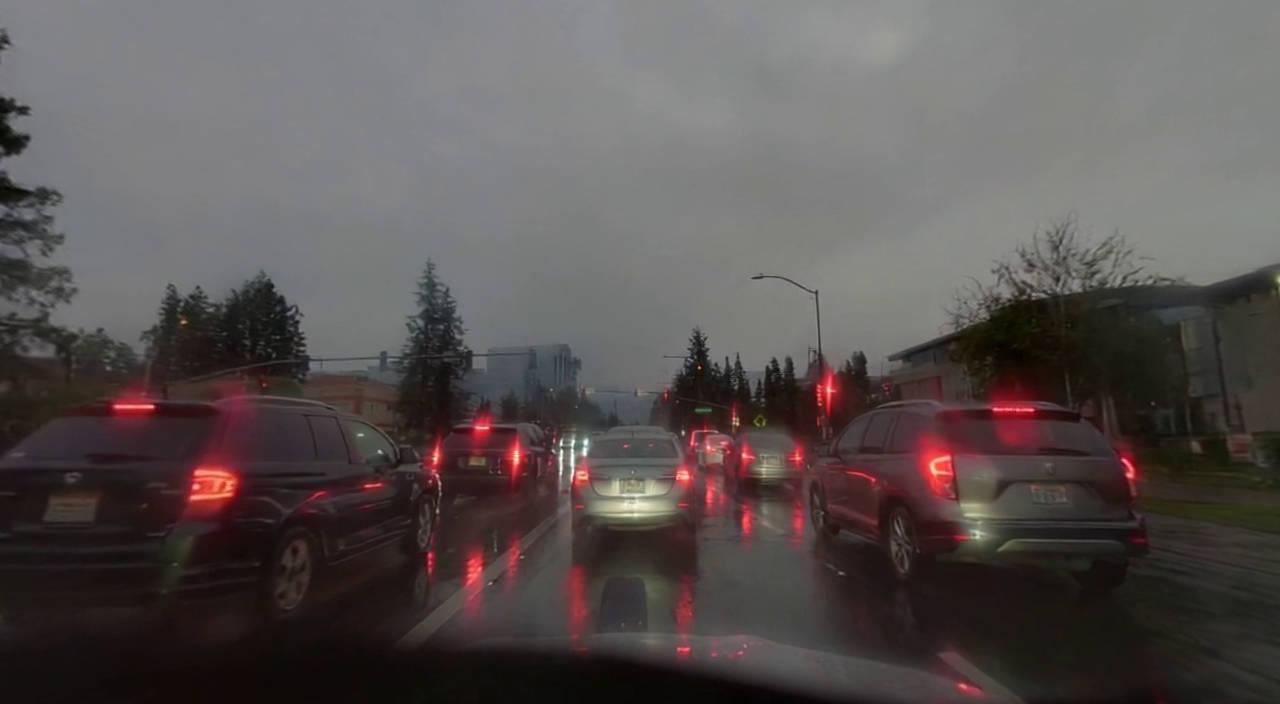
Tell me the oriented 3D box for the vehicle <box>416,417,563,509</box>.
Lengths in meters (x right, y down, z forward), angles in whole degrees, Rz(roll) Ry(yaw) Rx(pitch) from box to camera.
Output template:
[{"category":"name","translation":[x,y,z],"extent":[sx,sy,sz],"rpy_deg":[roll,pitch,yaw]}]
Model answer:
[{"category":"vehicle","translation":[-3.213,2.508,14.601],"extent":[2.117,1.772,4.619],"rpy_deg":[0,-8,2]}]

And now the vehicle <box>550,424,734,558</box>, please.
[{"category":"vehicle","translation":[0.009,1.823,8.906],"extent":[2.021,1.461,3.862],"rpy_deg":[0,-8,-1]}]

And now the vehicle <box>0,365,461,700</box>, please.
[{"category":"vehicle","translation":[-3.152,1.223,5.409],"extent":[1.912,1.703,4.261],"rpy_deg":[0,-8,1]}]

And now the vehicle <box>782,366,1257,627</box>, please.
[{"category":"vehicle","translation":[3.235,1.362,6.874],"extent":[2.141,1.833,4.704],"rpy_deg":[0,-8,-2]}]
